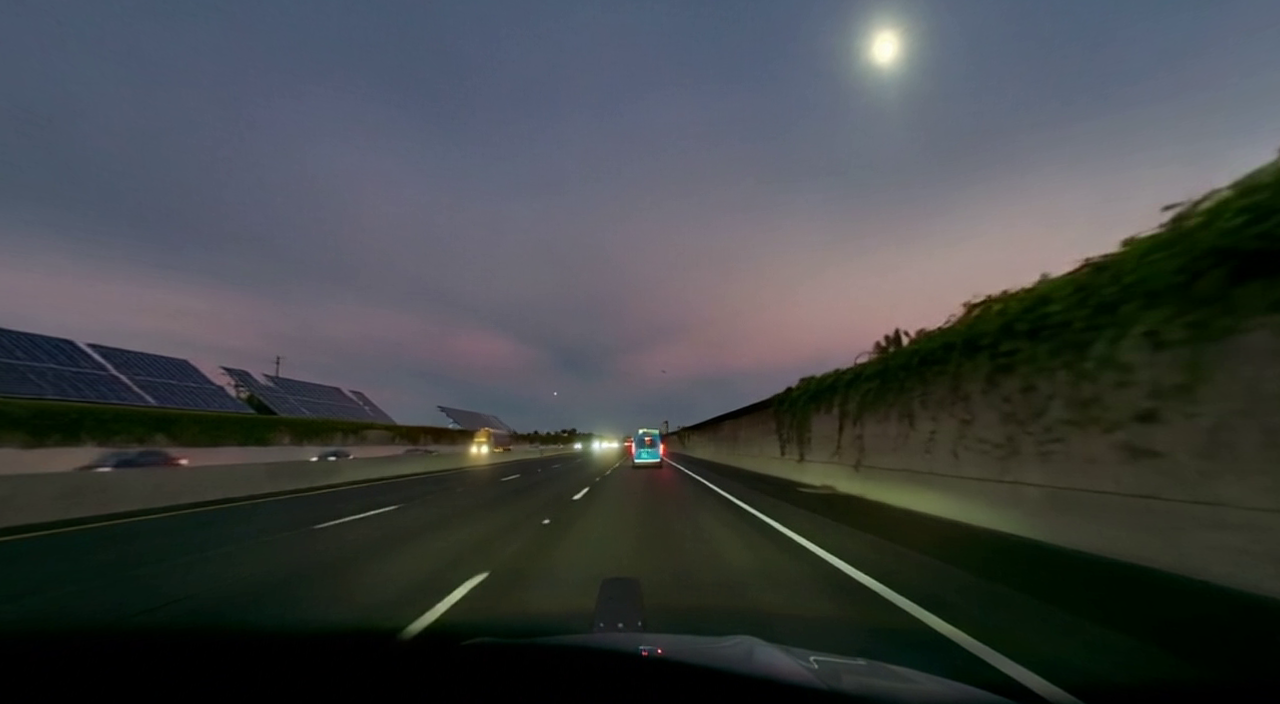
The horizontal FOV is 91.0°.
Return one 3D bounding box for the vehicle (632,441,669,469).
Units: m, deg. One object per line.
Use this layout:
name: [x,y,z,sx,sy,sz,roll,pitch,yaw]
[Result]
vehicle: [0.573,5.725,35.239,1.997,1.484,3.409,0,-8,0]
